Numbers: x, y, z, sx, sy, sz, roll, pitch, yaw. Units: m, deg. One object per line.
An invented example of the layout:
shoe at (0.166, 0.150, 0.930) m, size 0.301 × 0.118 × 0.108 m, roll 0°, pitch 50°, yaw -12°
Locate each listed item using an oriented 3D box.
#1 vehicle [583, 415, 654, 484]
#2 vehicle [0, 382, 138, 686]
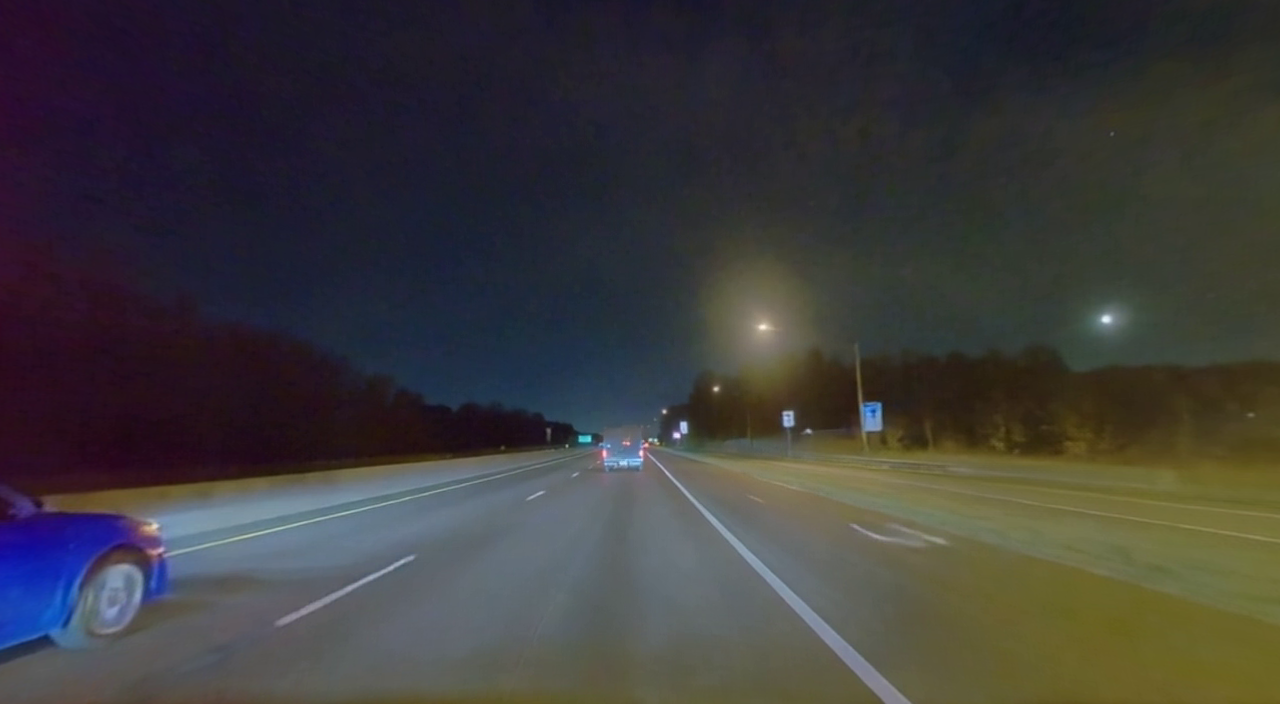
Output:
vehicle at (-0.716, 3.448, 22.520) m, size 2.248 × 2.154 × 4.892 m, roll 1°, pitch -8°, yaw -1°
vehicle at (-4.628, 0.815, 2.184) m, size 2.198 × 1.666 × 4.311 m, roll 1°, pitch -8°, yaw -1°
